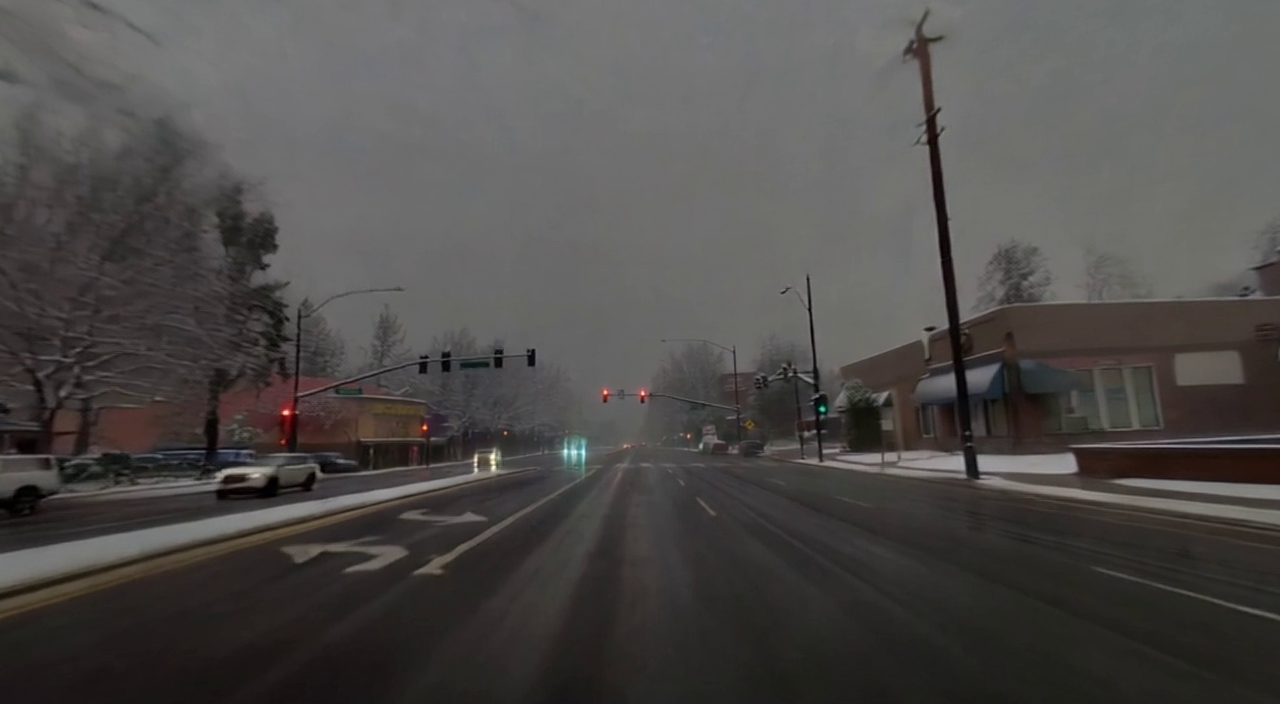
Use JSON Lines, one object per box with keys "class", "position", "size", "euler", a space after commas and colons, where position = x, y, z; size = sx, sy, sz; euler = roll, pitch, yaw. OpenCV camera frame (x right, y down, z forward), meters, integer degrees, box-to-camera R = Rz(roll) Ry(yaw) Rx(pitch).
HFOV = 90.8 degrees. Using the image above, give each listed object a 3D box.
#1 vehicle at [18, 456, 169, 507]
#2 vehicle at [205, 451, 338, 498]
{"class": "vehicle", "position": [-19.591, 4.612, 22.933], "size": [1.851, 1.584, 4.035], "euler": [0, -9, 0]}
{"class": "vehicle", "position": [-12.894, 4.286, 22.499], "size": [2.034, 1.447, 4.484], "euler": [0, -9, 0]}
